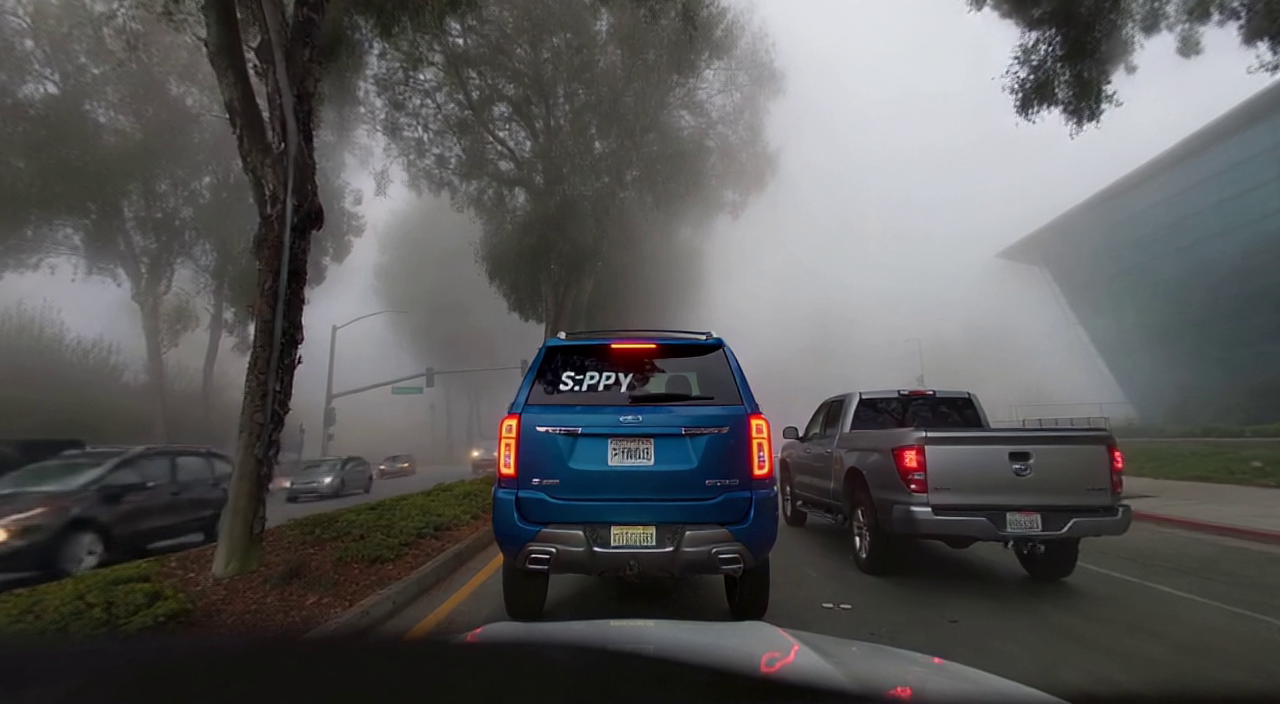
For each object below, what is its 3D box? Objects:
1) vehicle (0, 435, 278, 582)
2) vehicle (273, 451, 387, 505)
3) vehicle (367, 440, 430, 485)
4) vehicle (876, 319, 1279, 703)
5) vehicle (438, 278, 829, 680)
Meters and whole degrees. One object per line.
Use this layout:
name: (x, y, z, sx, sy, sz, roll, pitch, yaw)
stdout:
vehicle: (-9.124, 2.572, 11.403, 2.126, 2.027, 5.018, 0, -8, 0)
vehicle: (-12.133, 4.917, 25.123, 1.965, 1.897, 4.821, 0, -8, 1)
vehicle: (-15.560, 7.111, 40.916, 1.924, 2.730, 5.024, 0, -8, 2)
vehicle: (3.085, 0.984, 3.470, 2.022, 1.700, 4.410, 0, -8, 3)
vehicle: (0.015, 1.034, 5.982, 2.267, 2.372, 4.366, 0, -8, 2)
